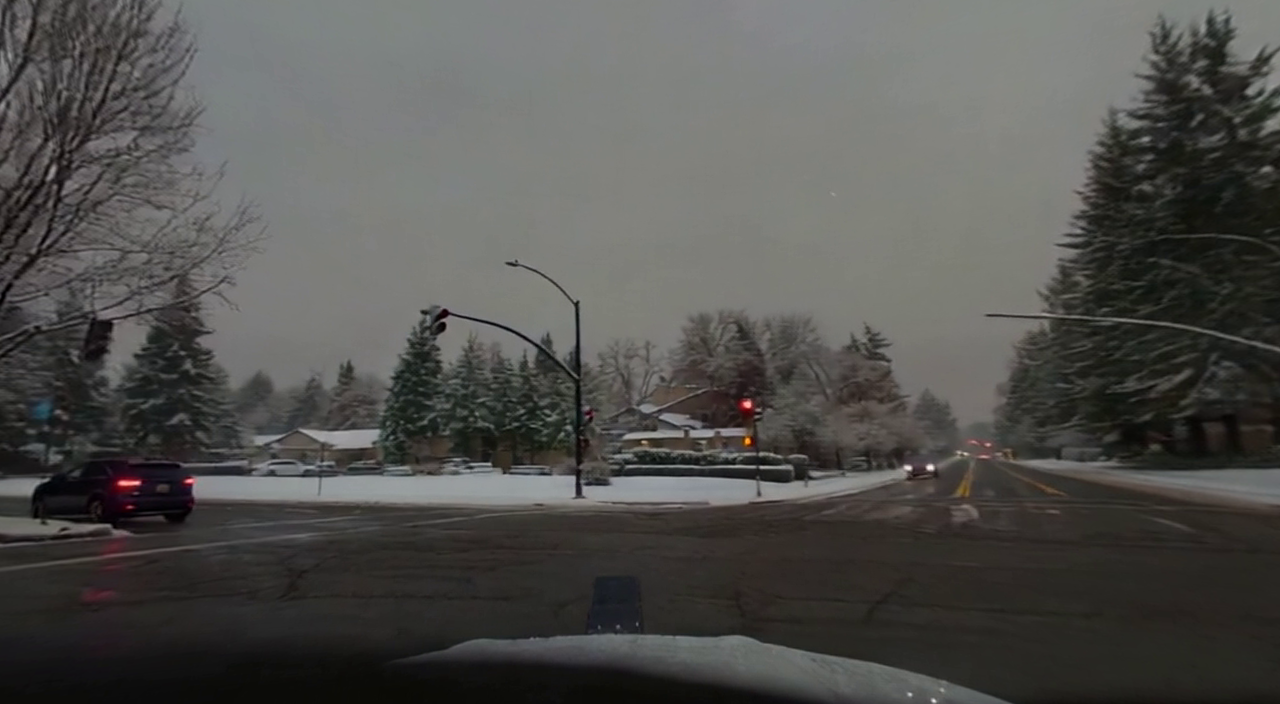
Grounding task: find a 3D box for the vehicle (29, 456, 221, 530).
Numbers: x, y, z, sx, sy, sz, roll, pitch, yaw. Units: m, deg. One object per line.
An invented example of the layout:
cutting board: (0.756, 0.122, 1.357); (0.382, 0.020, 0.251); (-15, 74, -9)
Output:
vehicle: (-13.043, 3.461, 16.012); (4.247, 1.591, 2.093); (-4, -10, 27)
